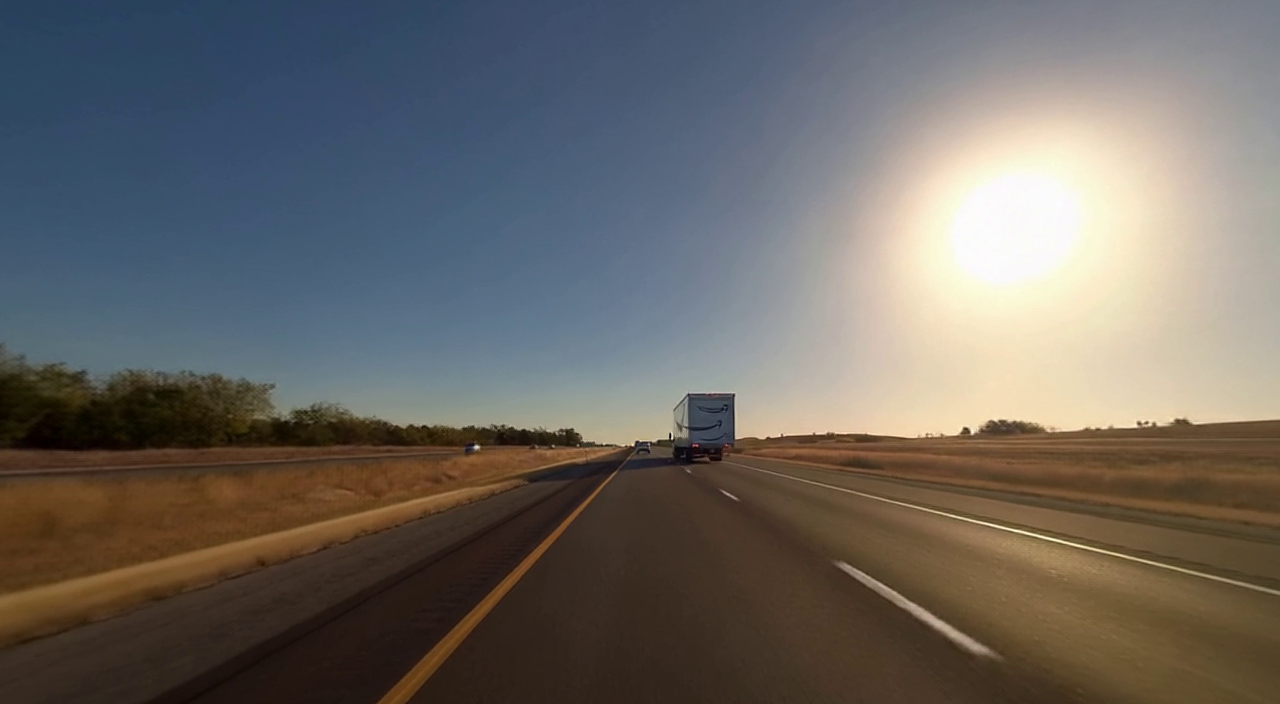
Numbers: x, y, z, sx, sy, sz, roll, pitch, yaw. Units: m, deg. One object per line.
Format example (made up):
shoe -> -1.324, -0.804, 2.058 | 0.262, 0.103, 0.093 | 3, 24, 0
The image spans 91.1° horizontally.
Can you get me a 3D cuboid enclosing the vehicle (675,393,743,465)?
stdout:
vehicle -> 4.672, 5.899, 46.511 | 3.190, 4.365, 16.625 | 0, -8, 0
